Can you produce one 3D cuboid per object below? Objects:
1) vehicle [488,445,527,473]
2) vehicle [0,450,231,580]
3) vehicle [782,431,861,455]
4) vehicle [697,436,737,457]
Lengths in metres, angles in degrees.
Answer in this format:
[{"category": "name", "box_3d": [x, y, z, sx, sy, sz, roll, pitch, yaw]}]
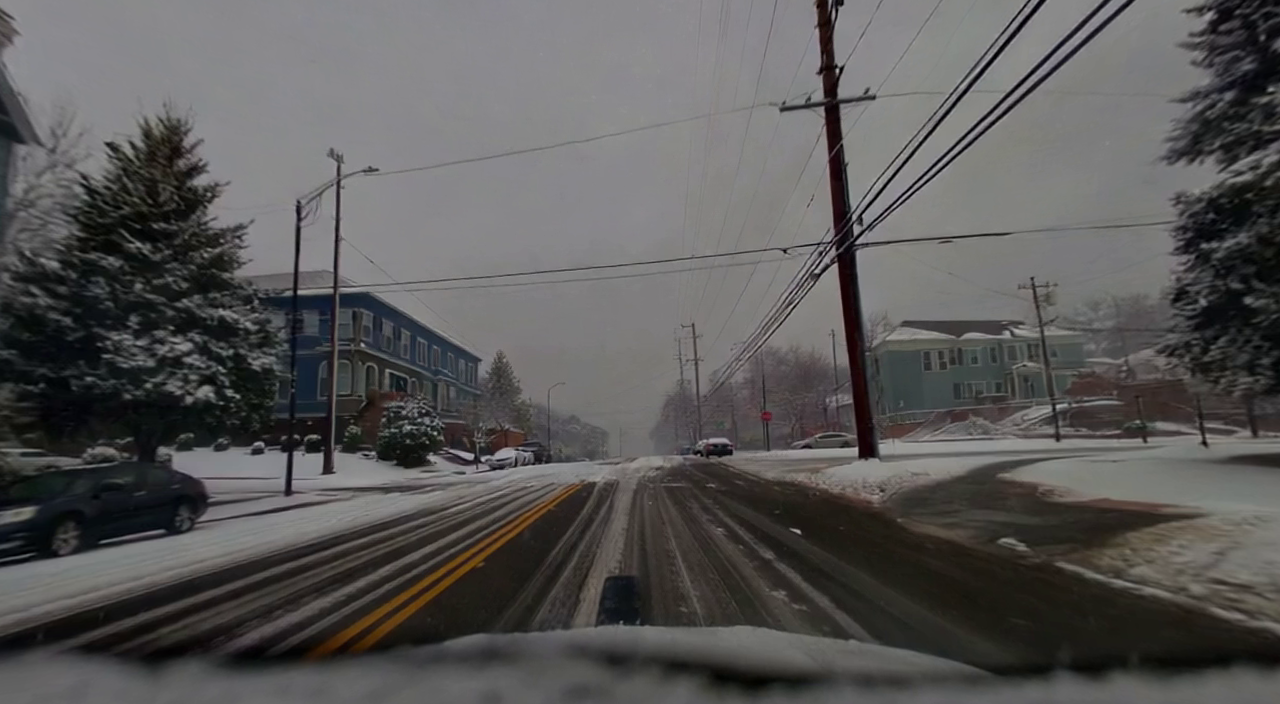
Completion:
[{"category": "vehicle", "box_3d": [-9.385, 7.572, 45.053, 1.900, 1.683, 4.486, -5, -8, -4]}, {"category": "vehicle", "box_3d": [-8.912, 2.421, 9.904, 1.984, 1.465, 4.622, -5, -7, 0]}, {"category": "vehicle", "box_3d": [11.471, 5.758, 40.064, 4.336, 1.424, 1.954, 1, -9, -9]}, {"category": "vehicle", "box_3d": [5.664, 7.017, 46.955, 2.059, 1.502, 4.824, 0, -8, -4]}]
